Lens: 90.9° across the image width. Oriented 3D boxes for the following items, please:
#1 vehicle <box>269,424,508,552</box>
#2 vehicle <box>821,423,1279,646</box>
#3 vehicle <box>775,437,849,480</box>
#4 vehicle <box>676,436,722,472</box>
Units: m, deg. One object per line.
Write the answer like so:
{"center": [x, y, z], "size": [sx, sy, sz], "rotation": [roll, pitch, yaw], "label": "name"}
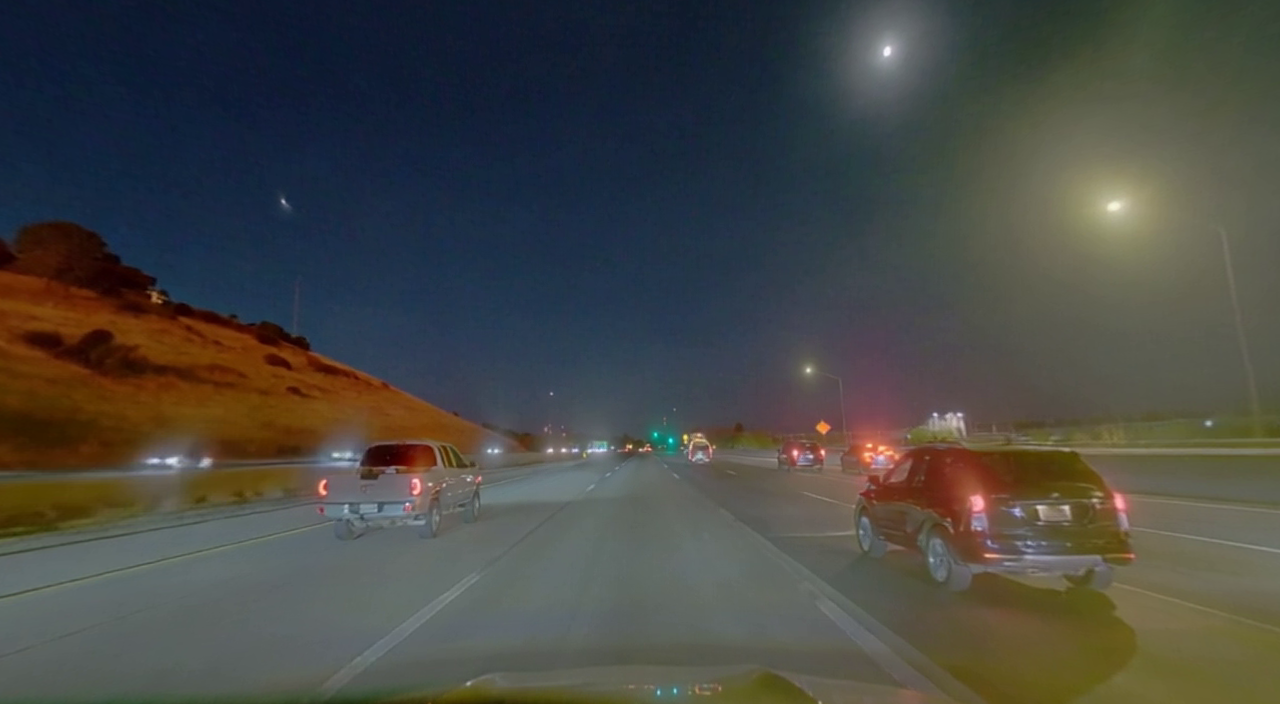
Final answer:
{"center": [-3.833, 2.146, 10.677], "size": [2.166, 1.672, 4.388], "rotation": [0, -8, 1], "label": "vehicle"}
{"center": [3.468, 1.555, 6.466], "size": [1.941, 1.481, 4.300], "rotation": [0, -8, 0], "label": "vehicle"}
{"center": [7.501, 4.692, 28.030], "size": [1.998, 1.717, 4.338], "rotation": [0, -8, -1], "label": "vehicle"}
{"center": [3.300, 5.831, 36.243], "size": [2.121, 1.925, 5.056], "rotation": [0, -8, -1], "label": "vehicle"}
